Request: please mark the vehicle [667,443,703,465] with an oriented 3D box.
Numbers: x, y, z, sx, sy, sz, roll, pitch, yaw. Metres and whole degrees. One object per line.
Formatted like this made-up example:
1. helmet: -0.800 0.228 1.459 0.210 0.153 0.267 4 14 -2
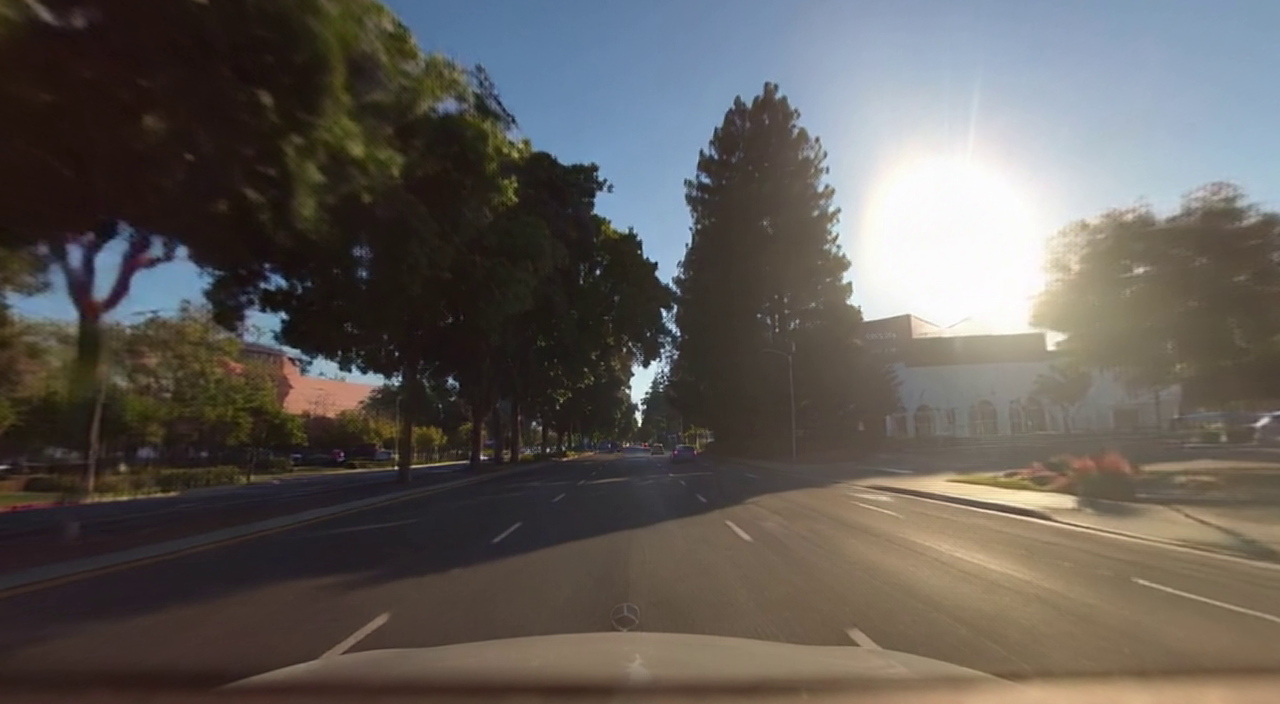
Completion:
1. vehicle: 3.131 7.193 44.639 2.033 1.482 4.571 0 -8 -2
